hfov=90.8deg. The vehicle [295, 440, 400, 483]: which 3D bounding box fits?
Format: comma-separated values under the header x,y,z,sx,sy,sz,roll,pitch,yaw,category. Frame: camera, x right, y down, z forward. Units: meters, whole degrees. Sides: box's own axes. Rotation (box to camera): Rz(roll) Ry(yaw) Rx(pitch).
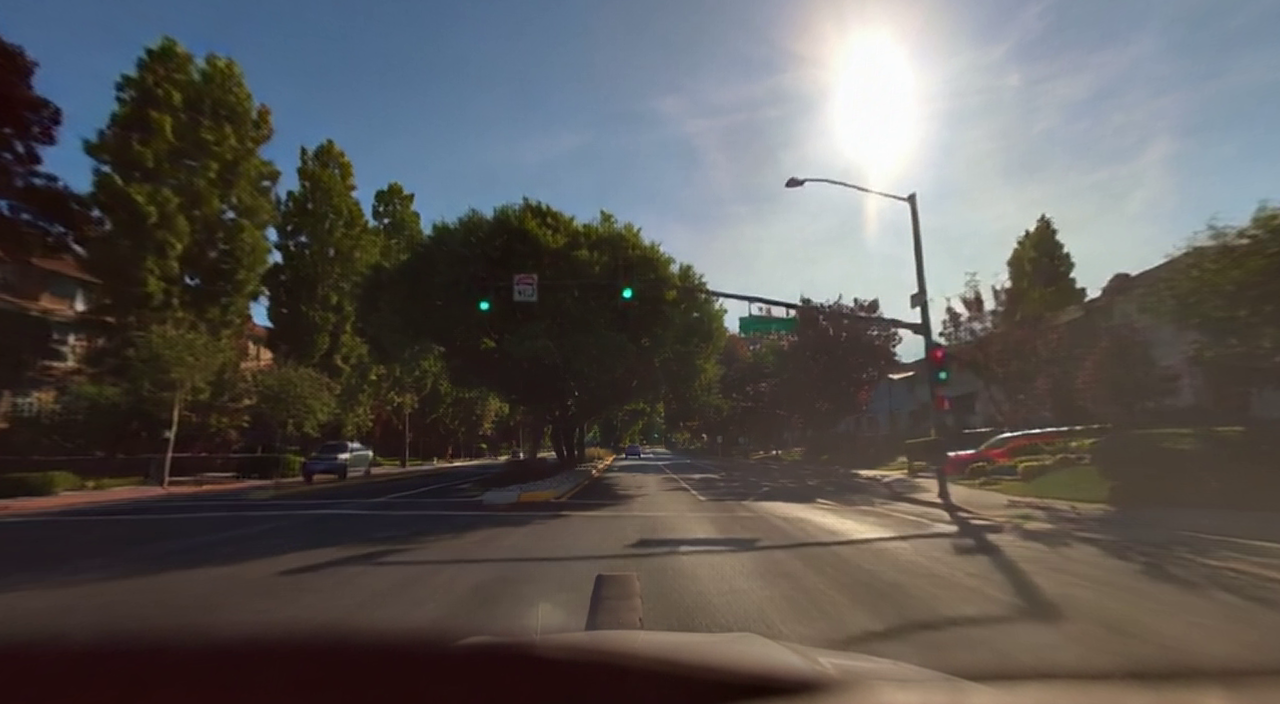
x,y,z,sx,sy,sz,roll,pitch,yaw,category
-15.076,5.649,33.084,2.403,2.039,5.887,-1,-8,3,vehicle
